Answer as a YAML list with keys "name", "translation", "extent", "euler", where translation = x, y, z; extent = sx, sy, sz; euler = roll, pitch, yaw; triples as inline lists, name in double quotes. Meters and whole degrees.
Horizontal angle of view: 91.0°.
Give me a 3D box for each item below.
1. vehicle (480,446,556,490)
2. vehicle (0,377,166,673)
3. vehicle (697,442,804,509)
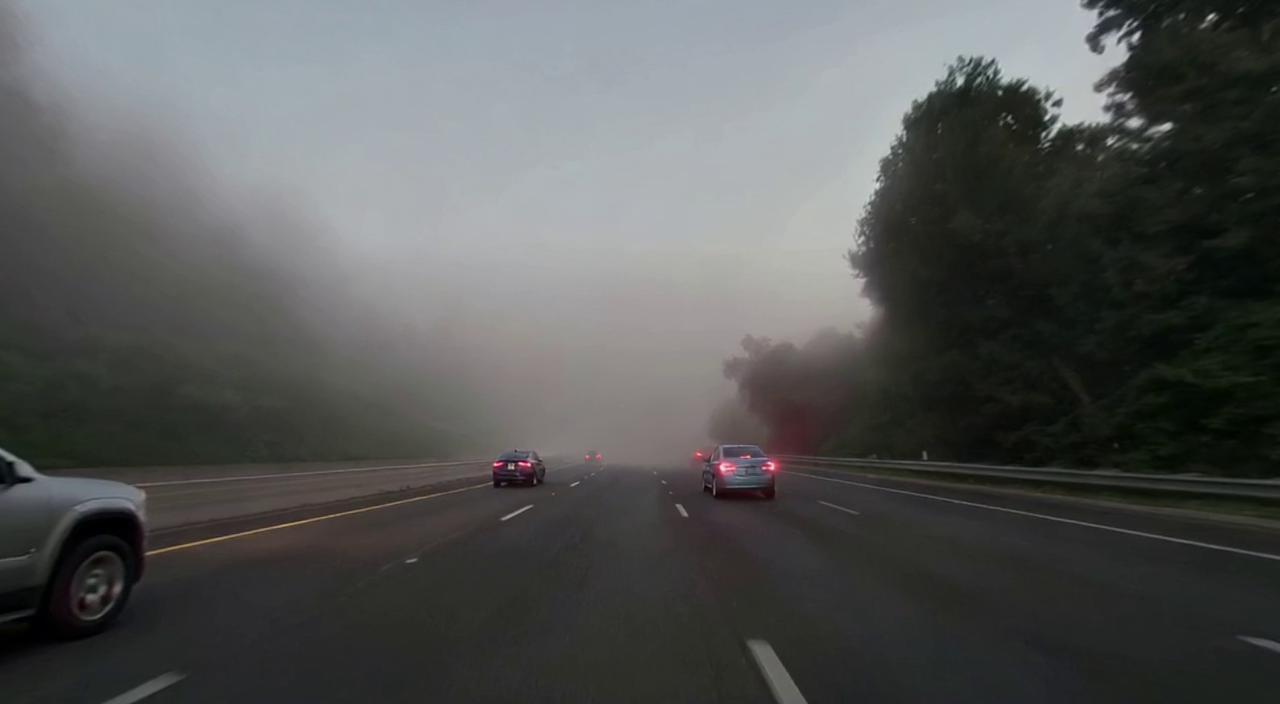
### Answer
- name: "vehicle"
  translation: [-4.520, 4.366, 24.033]
  extent: [2.009, 1.488, 4.289]
  euler: [0, -9, 1]
- name: "vehicle"
  translation: [-4.876, 0.887, 2.820]
  extent: [2.079, 1.745, 4.281]
  euler: [0, -9, 1]
- name: "vehicle"
  translation: [2.810, 3.260, 17.075]
  extent: [2.120, 1.572, 4.344]
  euler: [0, -9, 0]
